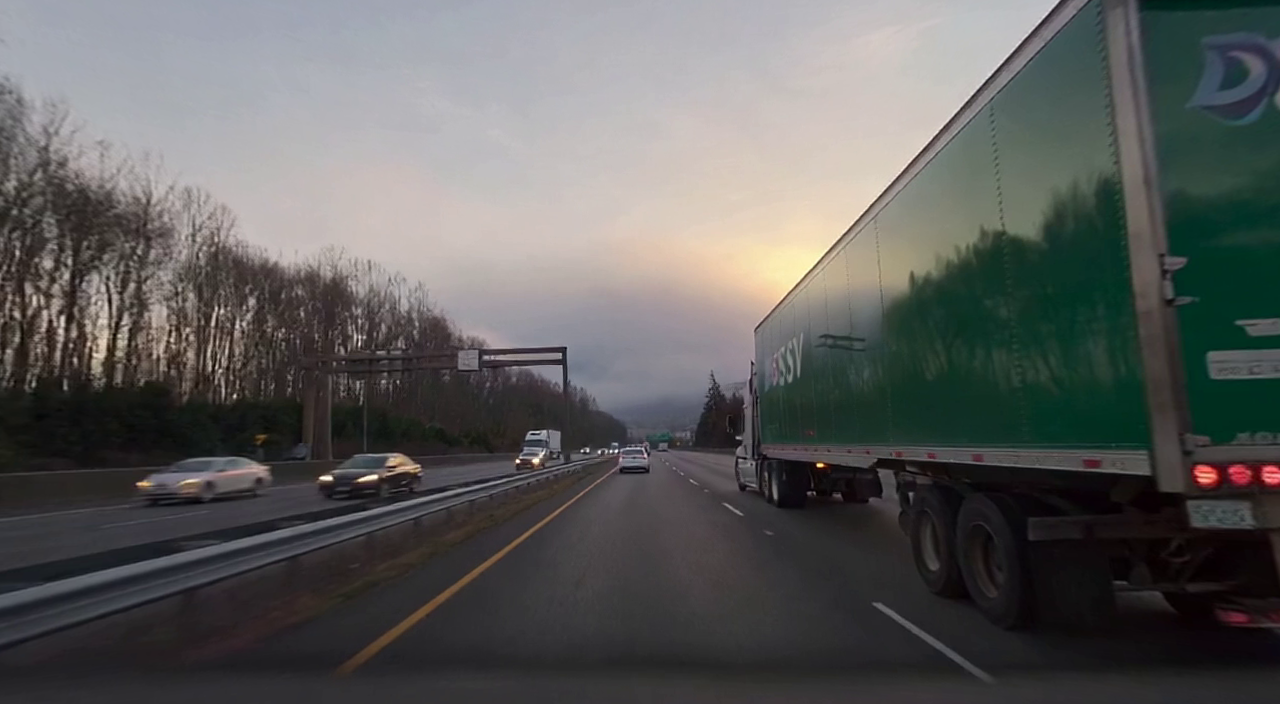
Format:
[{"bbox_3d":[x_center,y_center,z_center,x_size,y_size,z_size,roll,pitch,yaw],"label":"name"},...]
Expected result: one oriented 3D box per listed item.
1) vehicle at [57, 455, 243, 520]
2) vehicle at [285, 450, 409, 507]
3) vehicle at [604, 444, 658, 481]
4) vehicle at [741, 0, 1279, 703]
[{"bbox_3d":[-13.027,3.578,17.045,1.864,1.507,3.943,-1,-9,0],"label":"vehicle"},{"bbox_3d":[-8.651,3.730,18.921,1.839,1.510,3.949,-1,-9,0],"label":"vehicle"},{"bbox_3d":[-0.382,4.941,28.267,2.244,1.506,4.097,-1,-9,0],"label":"vehicle"},{"bbox_3d":[4.462,0.714,10.088,3.317,4.020,14.141,-1,-9,0],"label":"vehicle"}]
